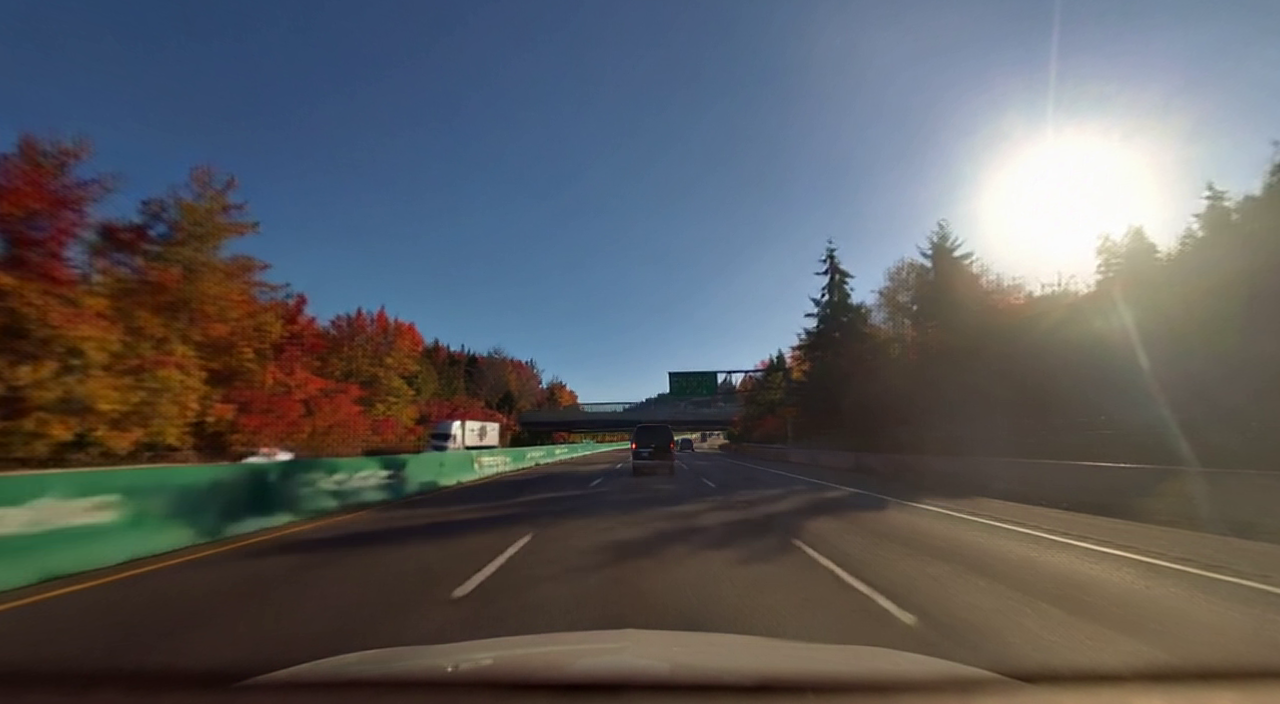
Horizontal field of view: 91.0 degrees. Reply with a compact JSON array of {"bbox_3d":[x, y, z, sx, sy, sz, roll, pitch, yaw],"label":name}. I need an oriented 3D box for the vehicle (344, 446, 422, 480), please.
[{"bbox_3d":[-12.274,5.283,30.334,1.855,1.477,4.307,0,-8,1],"label":"vehicle"}]

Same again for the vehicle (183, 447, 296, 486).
[{"bbox_3d":[-16.514,4.701,26.200,1.969,1.485,4.072,0,-8,1],"label":"vehicle"}]

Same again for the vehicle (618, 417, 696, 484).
[{"bbox_3d":[0.517,3.221,20.709,2.283,1.956,4.421,0,-8,0],"label":"vehicle"}]
